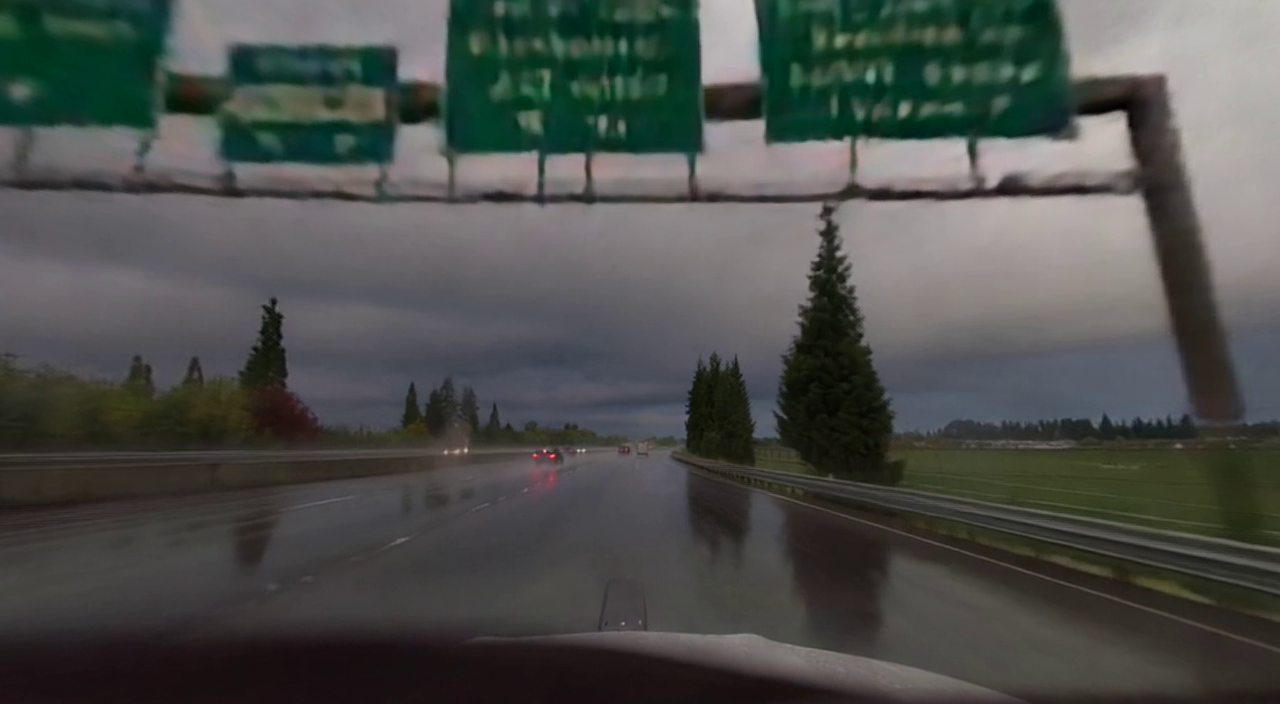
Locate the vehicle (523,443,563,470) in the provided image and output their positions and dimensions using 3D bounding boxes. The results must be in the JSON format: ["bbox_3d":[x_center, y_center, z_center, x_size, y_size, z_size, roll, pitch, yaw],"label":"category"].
[{"bbox_3d":[-6.082,6.617,40.055,1.875,1.587,4.687,0,-9,-1],"label":"vehicle"}]
